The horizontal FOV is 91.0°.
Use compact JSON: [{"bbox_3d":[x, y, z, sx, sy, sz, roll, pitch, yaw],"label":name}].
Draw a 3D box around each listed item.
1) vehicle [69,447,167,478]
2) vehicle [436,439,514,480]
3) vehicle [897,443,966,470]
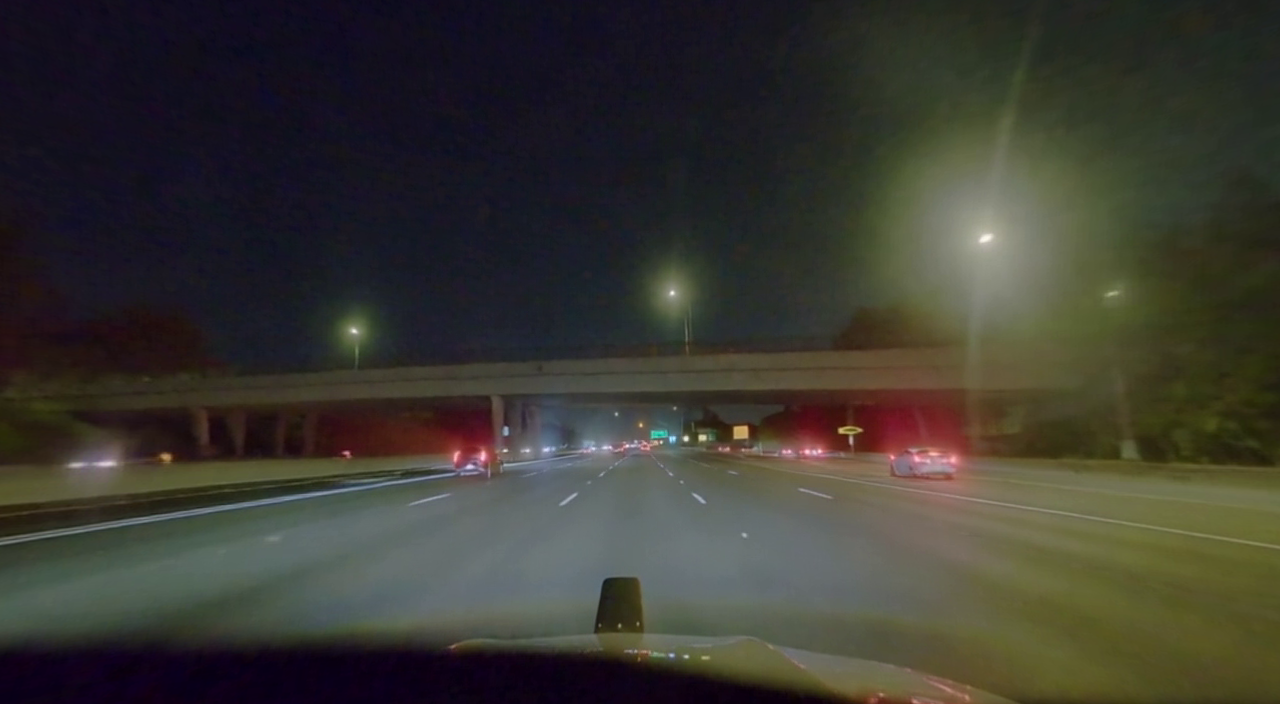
[{"bbox_3d":[-28.193,5.959,34.194,1.866,1.553,3.969,0,-8,1],"label":"vehicle"},{"bbox_3d":[-6.598,4.338,25.660,1.985,1.513,4.172,0,-8,0],"label":"vehicle"},{"bbox_3d":[17.648,6.333,38.397,1.884,1.567,4.692,0,-8,-1],"label":"vehicle"}]
